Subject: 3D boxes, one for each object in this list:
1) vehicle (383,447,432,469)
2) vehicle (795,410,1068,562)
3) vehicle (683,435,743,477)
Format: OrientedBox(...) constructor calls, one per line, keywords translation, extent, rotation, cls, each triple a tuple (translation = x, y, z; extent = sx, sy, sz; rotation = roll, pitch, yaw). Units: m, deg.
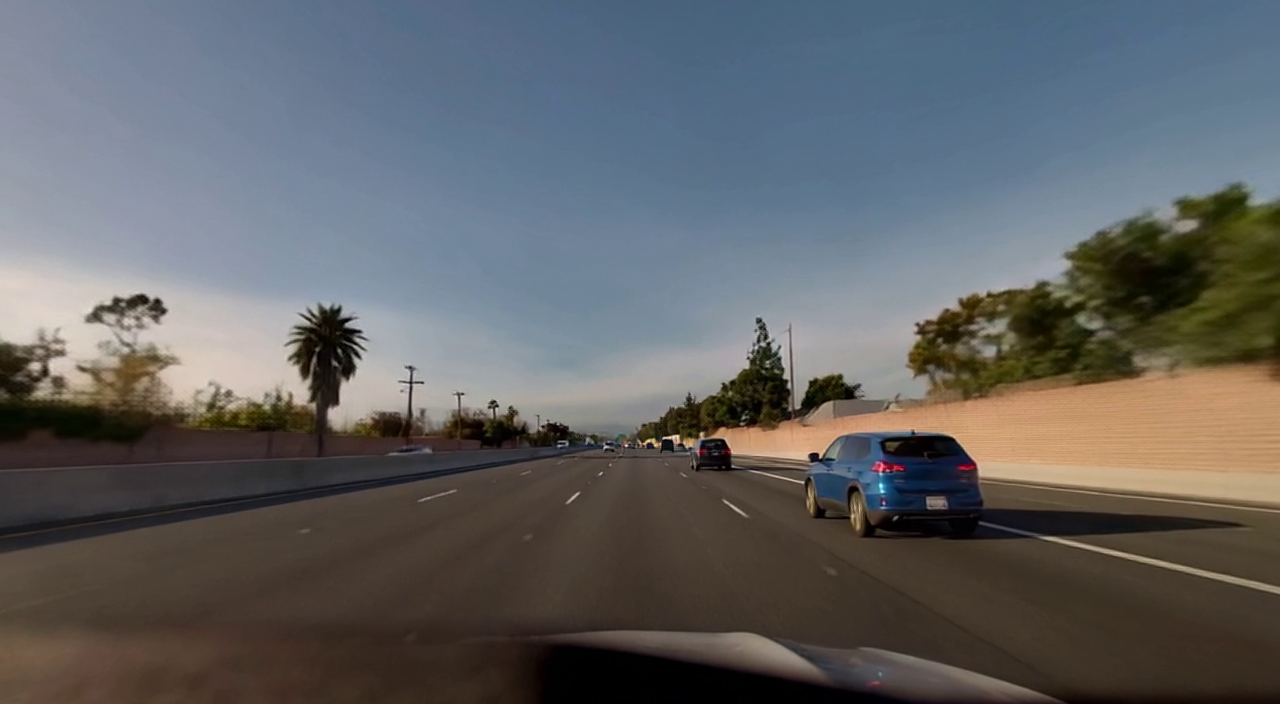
OrientedBox(translation=(-15.694, 7.152, 42.930), extent=(1.728, 1.444, 4.342), rotation=(0, -9, 0), cls="vehicle")
OrientedBox(translation=(3.812, 1.817, 9.289), extent=(1.910, 1.696, 4.187), rotation=(0, -9, -1), cls="vehicle")
OrientedBox(translation=(3.123, 4.604, 28.149), extent=(2.045, 1.688, 4.313), rotation=(0, -9, -2), cls="vehicle")
